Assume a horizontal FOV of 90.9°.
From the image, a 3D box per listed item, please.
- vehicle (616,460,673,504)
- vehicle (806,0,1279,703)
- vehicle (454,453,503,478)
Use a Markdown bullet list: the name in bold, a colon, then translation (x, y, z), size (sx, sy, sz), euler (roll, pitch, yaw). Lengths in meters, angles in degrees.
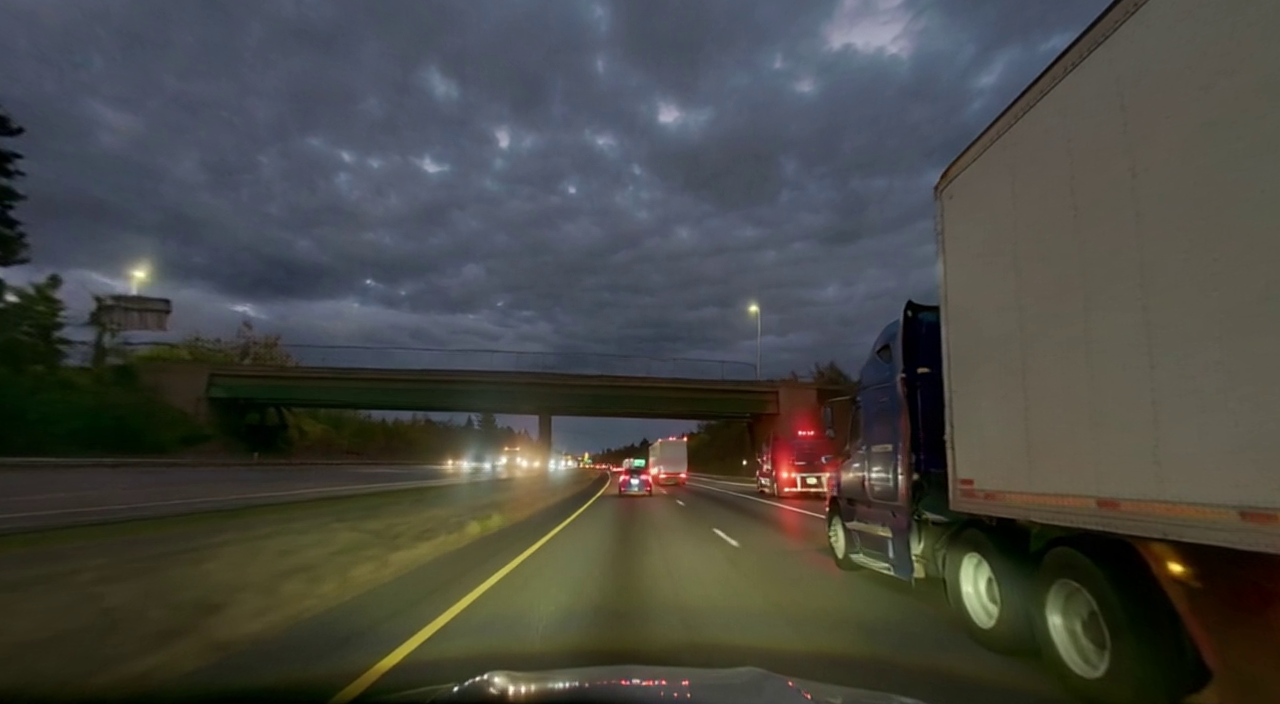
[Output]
- **vehicle**: translation (0.154, 5.112, 24.926), size (2.067, 1.552, 3.601), euler (1, -10, 0)
- **vehicle**: translation (3.740, -0.373, 1.250), size (2.831, 4.150, 14.519), euler (1, -10, 0)
- **vehicle**: translation (-10.305, 7.292, 40.439), size (2.057, 1.495, 4.294), euler (1, -11, -1)
